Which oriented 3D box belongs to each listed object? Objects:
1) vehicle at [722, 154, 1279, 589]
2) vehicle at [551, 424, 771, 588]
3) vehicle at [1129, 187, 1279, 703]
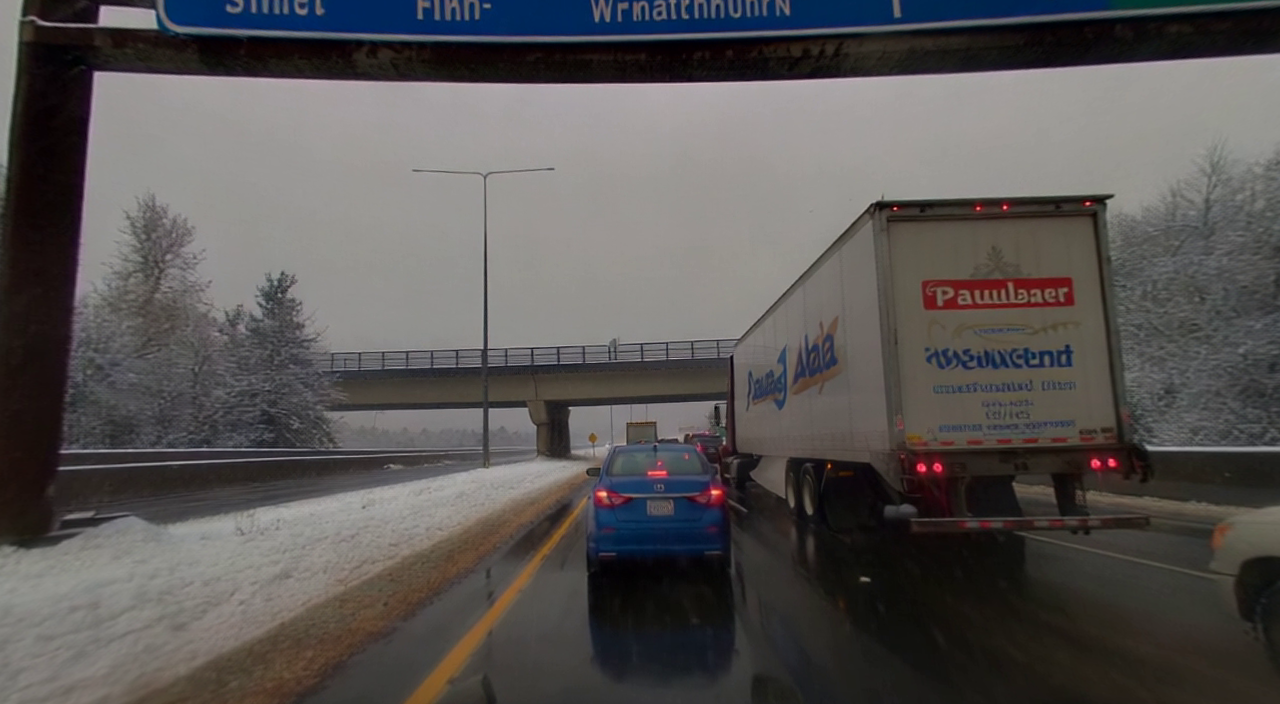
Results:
[{"bbox_3d":[4.216,1.075,12.980,2.827,4.081,14.305,0,-8,-1],"label":"vehicle"},{"bbox_3d":[0.184,1.697,7.747,2.045,1.490,3.597,-1,-8,0],"label":"vehicle"},{"bbox_3d":[4.729,0.124,0.661,2.892,2.615,6.650,0,-8,-2],"label":"vehicle"}]
